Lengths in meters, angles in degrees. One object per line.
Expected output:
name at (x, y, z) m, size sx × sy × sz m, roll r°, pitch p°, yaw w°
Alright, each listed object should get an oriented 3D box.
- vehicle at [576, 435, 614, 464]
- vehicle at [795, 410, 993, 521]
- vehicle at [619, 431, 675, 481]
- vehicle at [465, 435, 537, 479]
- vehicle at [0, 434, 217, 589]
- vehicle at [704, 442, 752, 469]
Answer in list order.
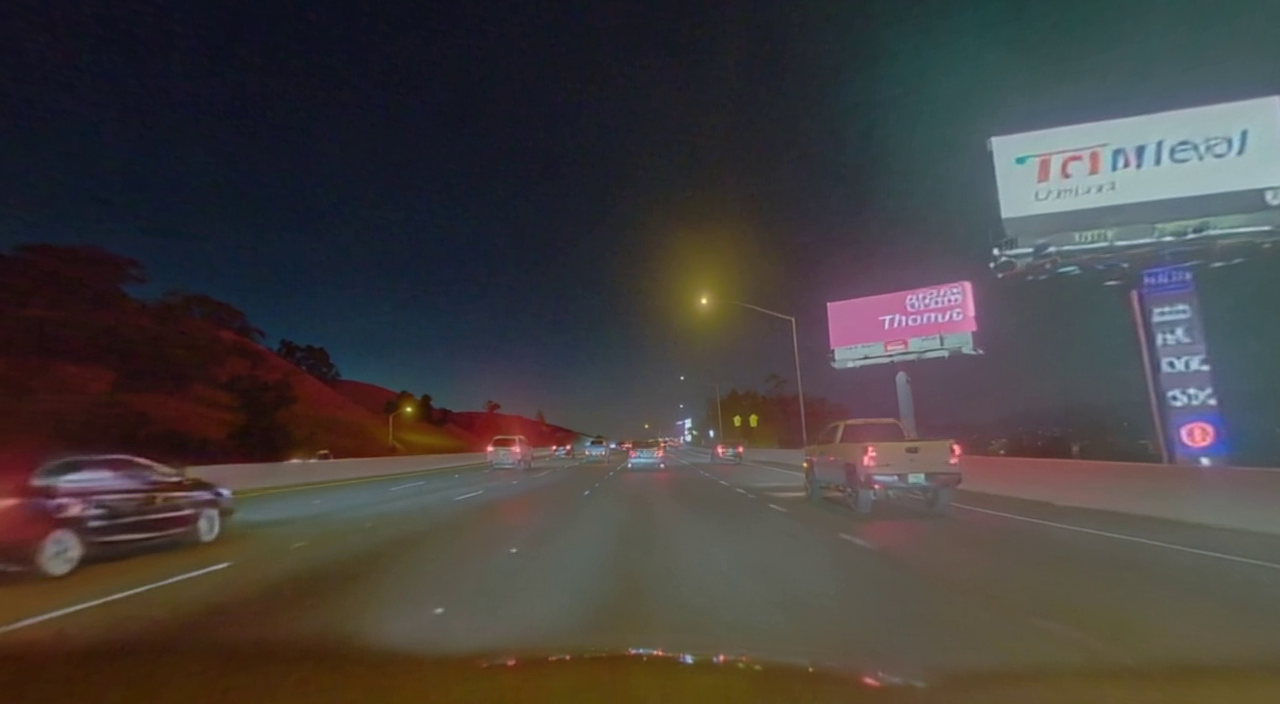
vehicle at (-3.319, 7.373, 47.691) m, size 2.316 × 1.999 × 5.765 m, roll 0°, pitch -8°, yaw 1°
vehicle at (4.925, 2.283, 13.154) m, size 2.029 × 1.859 × 4.669 m, roll 0°, pitch -8°, yaw -2°
vehicle at (0.250, 4.124, 25.263) m, size 2.052 × 1.808 × 3.898 m, roll 0°, pitch -8°, yaw 0°
vehicle at (-6.218, 4.747, 28.834) m, size 2.160 × 1.799 × 5.001 m, roll 0°, pitch -8°, yaw 0°
vehicle at (-7.166, 1.648, 6.749) m, size 1.916 × 1.482 × 4.908 m, roll 0°, pitch -8°, yaw -1°
vehicle at (4.921, 5.857, 35.922) m, size 1.998 × 1.456 × 4.338 m, roll 0°, pitch -8°, yaw -2°
